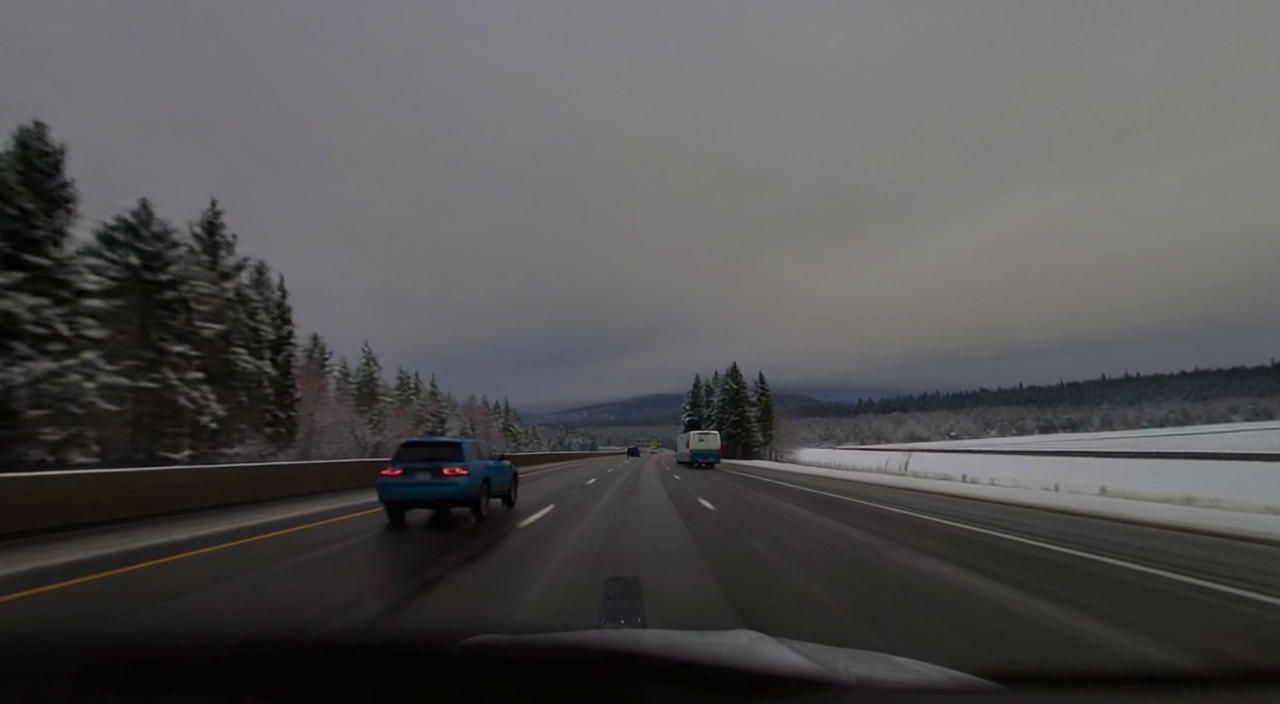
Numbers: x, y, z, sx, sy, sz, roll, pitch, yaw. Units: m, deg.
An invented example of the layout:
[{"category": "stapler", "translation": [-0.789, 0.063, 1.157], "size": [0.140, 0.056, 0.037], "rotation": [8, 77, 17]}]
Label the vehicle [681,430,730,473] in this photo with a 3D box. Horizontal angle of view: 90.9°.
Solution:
[{"category": "vehicle", "translation": [4.311, 6.776, 42.913], "size": [2.614, 2.655, 6.429], "rotation": [0, -9, 0]}]

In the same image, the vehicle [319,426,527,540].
[{"category": "vehicle", "translation": [-3.532, 2.254, 11.437], "size": [2.020, 1.619, 4.690], "rotation": [0, -9, 1]}]
